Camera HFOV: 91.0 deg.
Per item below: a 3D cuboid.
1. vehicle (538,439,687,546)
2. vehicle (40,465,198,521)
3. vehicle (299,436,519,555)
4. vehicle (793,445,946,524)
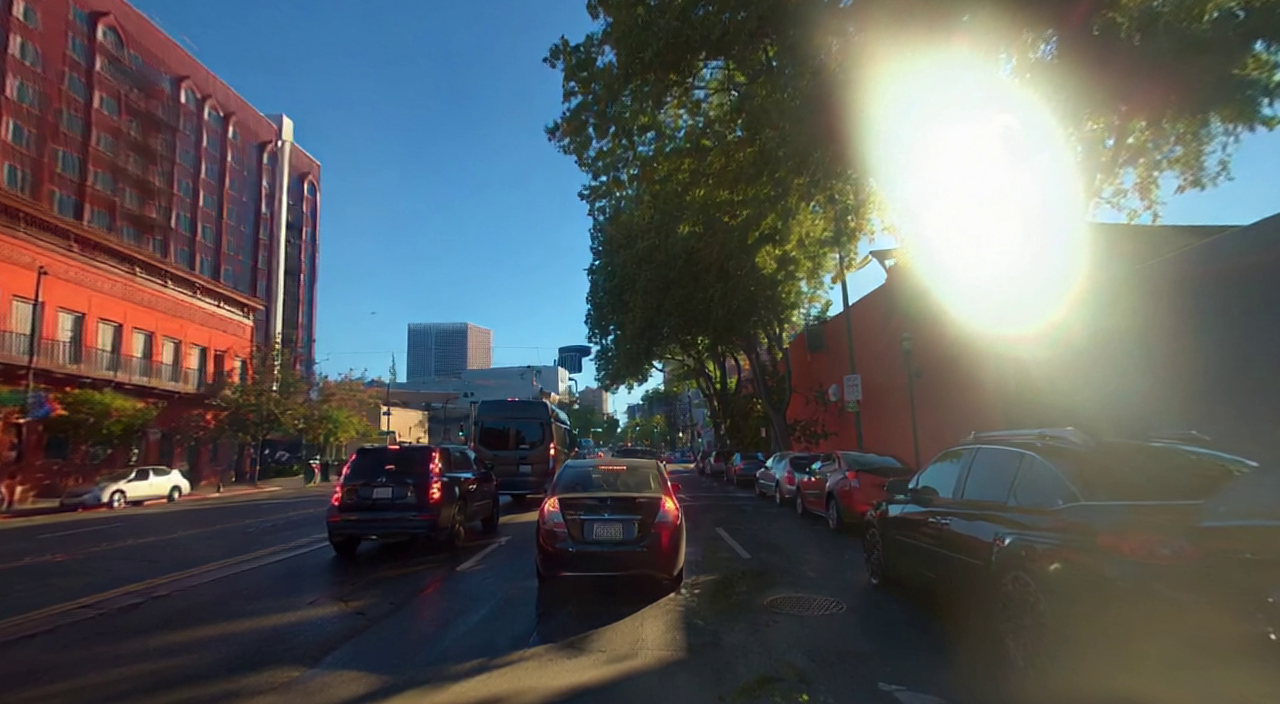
[{"bbox_3d":[-0.387,2.351,11.227,2.152,1.518,4.113,0,-9,0],"label":"vehicle"},{"bbox_3d":[-17.869,4.811,21.923,1.802,1.609,4.284,0,-9,0],"label":"vehicle"},{"bbox_3d":[-3.519,2.259,10.694,1.995,1.554,4.426,0,-9,1],"label":"vehicle"},{"bbox_3d":[4.908,2.864,14.178,1.832,1.491,4.054,1,-9,-1],"label":"vehicle"}]
